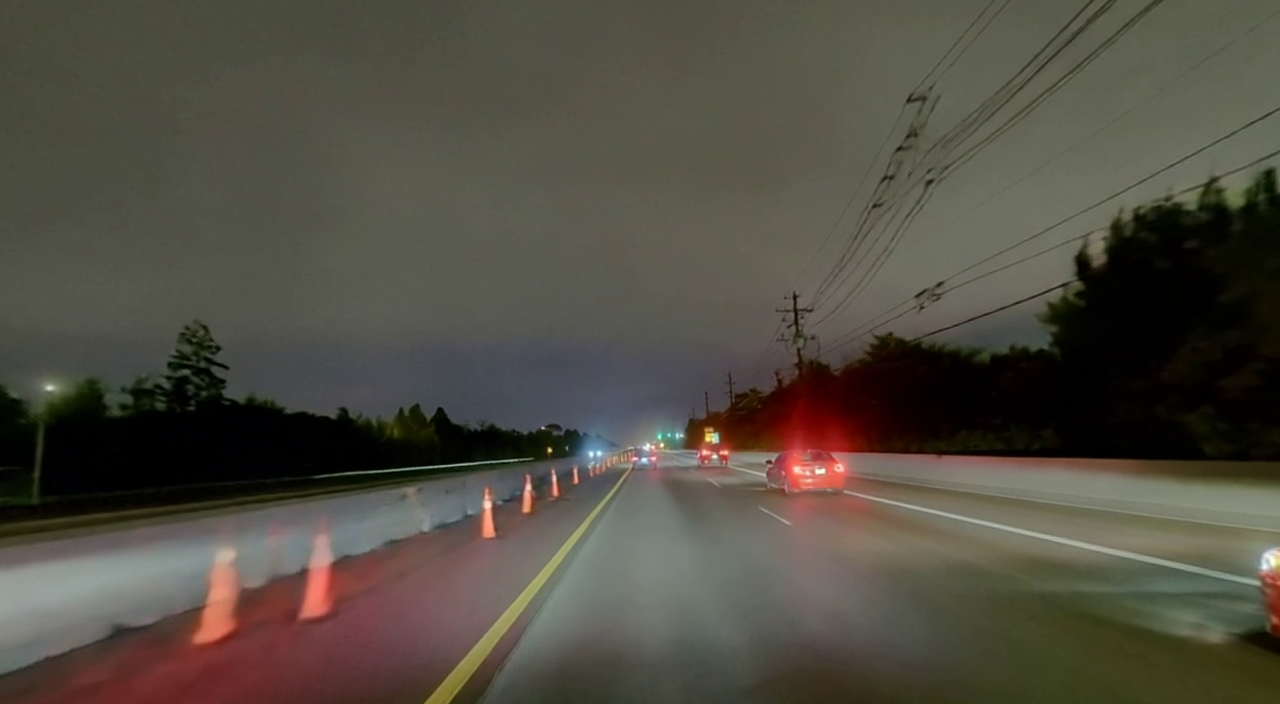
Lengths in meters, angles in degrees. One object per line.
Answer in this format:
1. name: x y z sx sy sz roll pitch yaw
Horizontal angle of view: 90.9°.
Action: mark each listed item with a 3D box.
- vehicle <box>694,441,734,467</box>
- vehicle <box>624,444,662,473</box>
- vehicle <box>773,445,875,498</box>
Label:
1. vehicle: 5.677 7.921 49.265 2.559 1.943 5.610 0 -8 1
2. vehicle: 0.198 6.240 37.198 2.096 1.583 4.150 0 -8 0
3. vehicle: 5.376 3.525 19.026 1.881 1.409 4.016 0 -8 0
